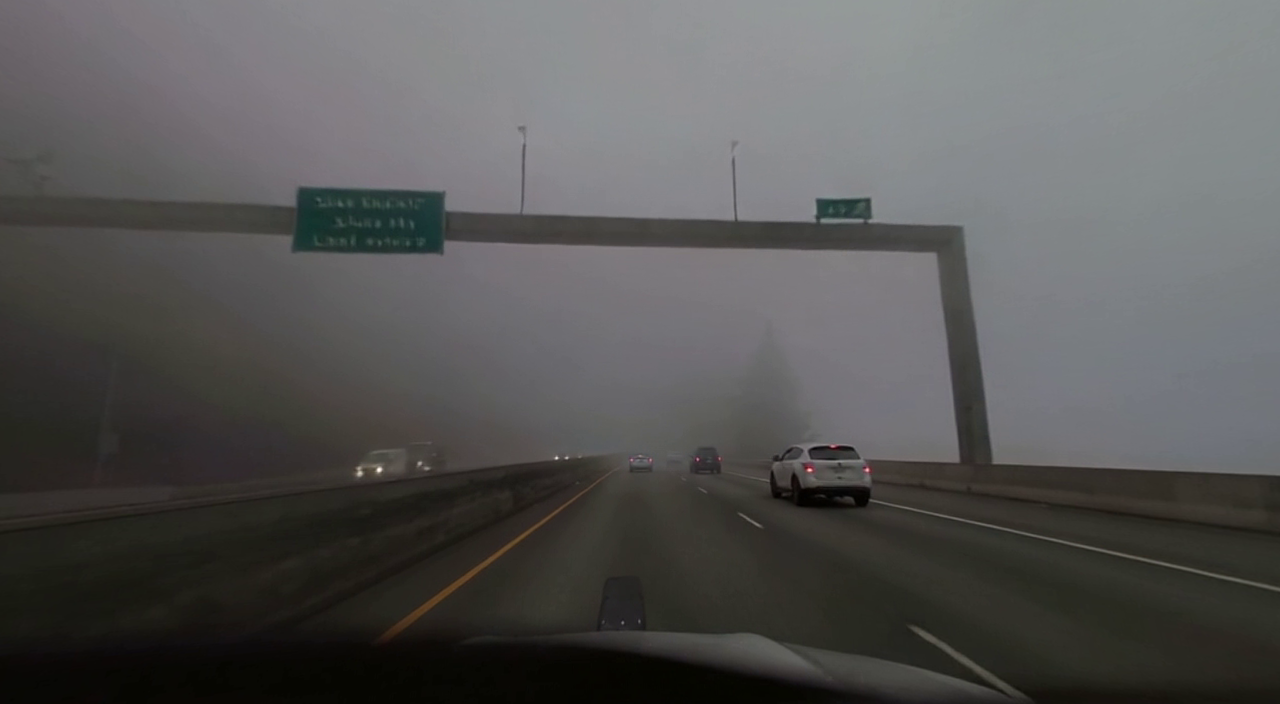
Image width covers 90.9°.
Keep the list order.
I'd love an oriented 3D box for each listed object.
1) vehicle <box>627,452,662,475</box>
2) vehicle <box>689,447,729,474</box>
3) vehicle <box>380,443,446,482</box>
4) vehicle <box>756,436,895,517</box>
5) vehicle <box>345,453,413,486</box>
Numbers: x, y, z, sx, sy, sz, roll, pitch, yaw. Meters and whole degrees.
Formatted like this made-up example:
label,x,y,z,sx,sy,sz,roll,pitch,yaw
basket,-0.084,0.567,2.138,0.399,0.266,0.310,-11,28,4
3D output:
label,x,y,z,sx,sy,sz,roll,pitch,yaw
vehicle,0.276,6.871,38.991,2.012,1.320,3.777,0,-9,0
vehicle,4.238,6.693,39.068,1.935,1.594,3.981,0,-9,-1
vehicle,-15.984,7.780,44.795,2.507,2.577,5.744,0,-9,1
vehicle,4.254,2.929,15.333,1.969,1.639,4.472,0,-9,-1
vehicle,-15.896,7.158,38.719,2.024,1.869,4.992,0,-9,0
